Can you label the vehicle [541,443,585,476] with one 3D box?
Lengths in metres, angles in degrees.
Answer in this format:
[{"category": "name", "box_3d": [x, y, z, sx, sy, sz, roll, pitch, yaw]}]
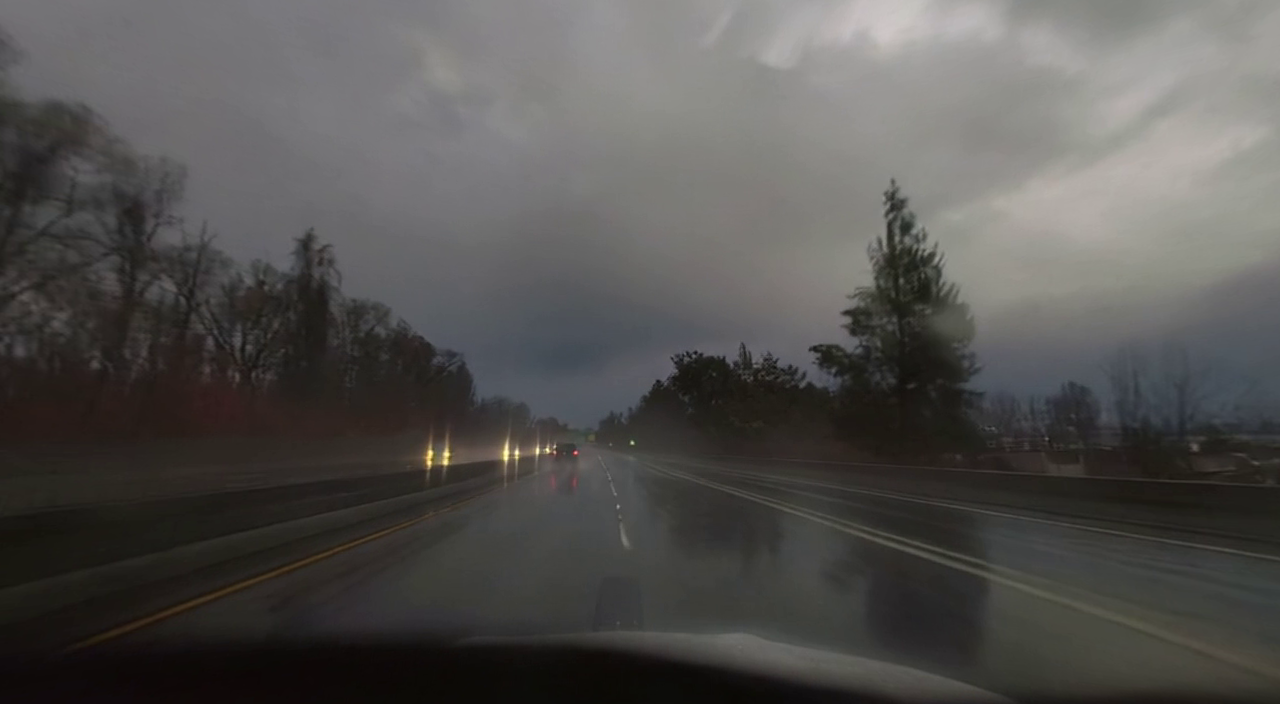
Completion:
[{"category": "vehicle", "box_3d": [-4.130, 5.827, 34.228, 2.151, 1.693, 4.201, 0, -9, -4]}]
